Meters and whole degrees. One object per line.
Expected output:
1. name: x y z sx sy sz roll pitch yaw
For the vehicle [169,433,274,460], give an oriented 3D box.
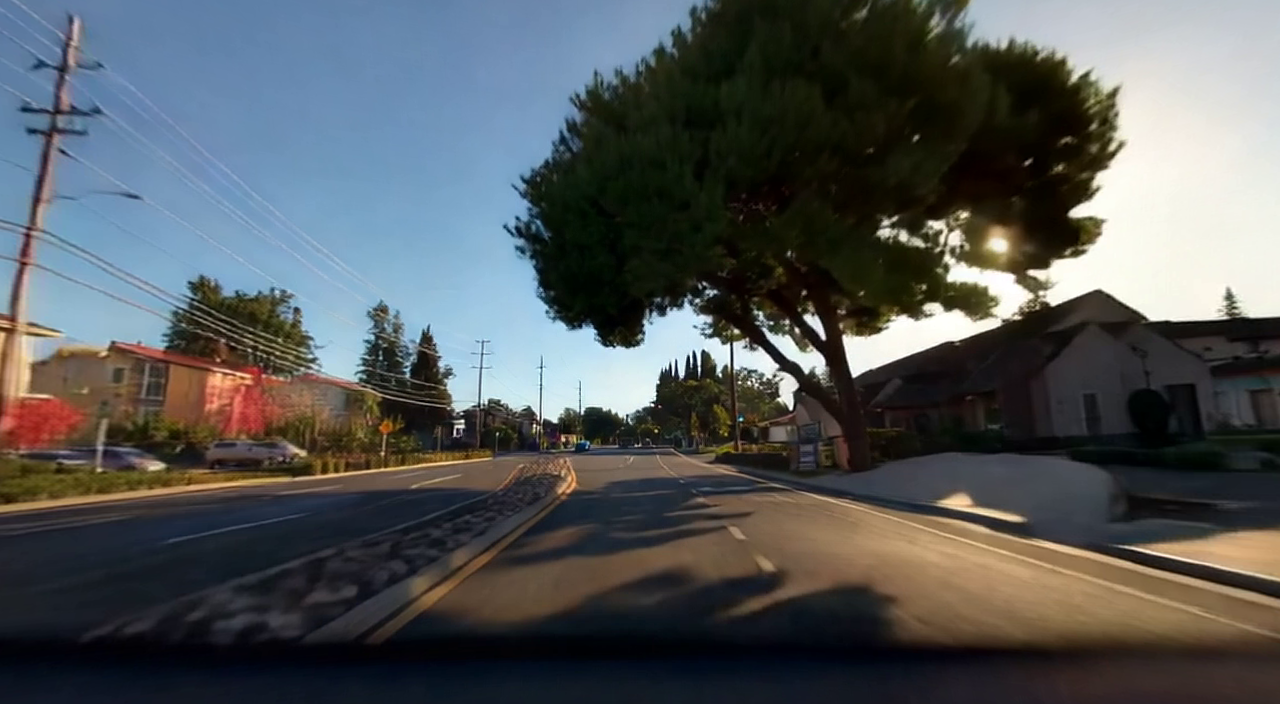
1. vehicle: -22.745 5.137 34.345 4.265 1.393 2.071 0 -8 3
